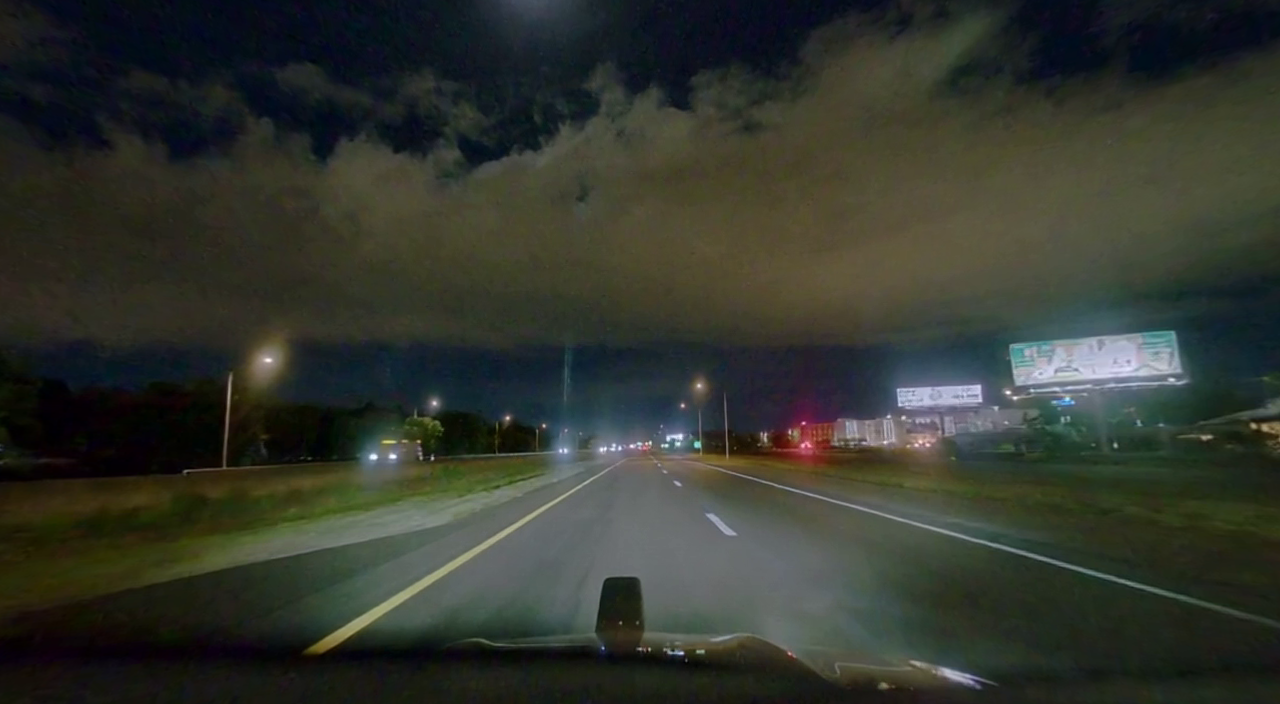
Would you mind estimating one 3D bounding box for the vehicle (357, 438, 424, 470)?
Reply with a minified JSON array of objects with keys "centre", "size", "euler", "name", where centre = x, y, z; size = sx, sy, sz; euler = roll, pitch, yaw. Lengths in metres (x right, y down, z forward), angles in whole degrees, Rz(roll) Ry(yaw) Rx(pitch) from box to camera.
[{"centre":[-17.572,7.223,44.702],"size":[2.318,2.113,5.579],"euler":[0,-9,1],"name":"vehicle"}]
